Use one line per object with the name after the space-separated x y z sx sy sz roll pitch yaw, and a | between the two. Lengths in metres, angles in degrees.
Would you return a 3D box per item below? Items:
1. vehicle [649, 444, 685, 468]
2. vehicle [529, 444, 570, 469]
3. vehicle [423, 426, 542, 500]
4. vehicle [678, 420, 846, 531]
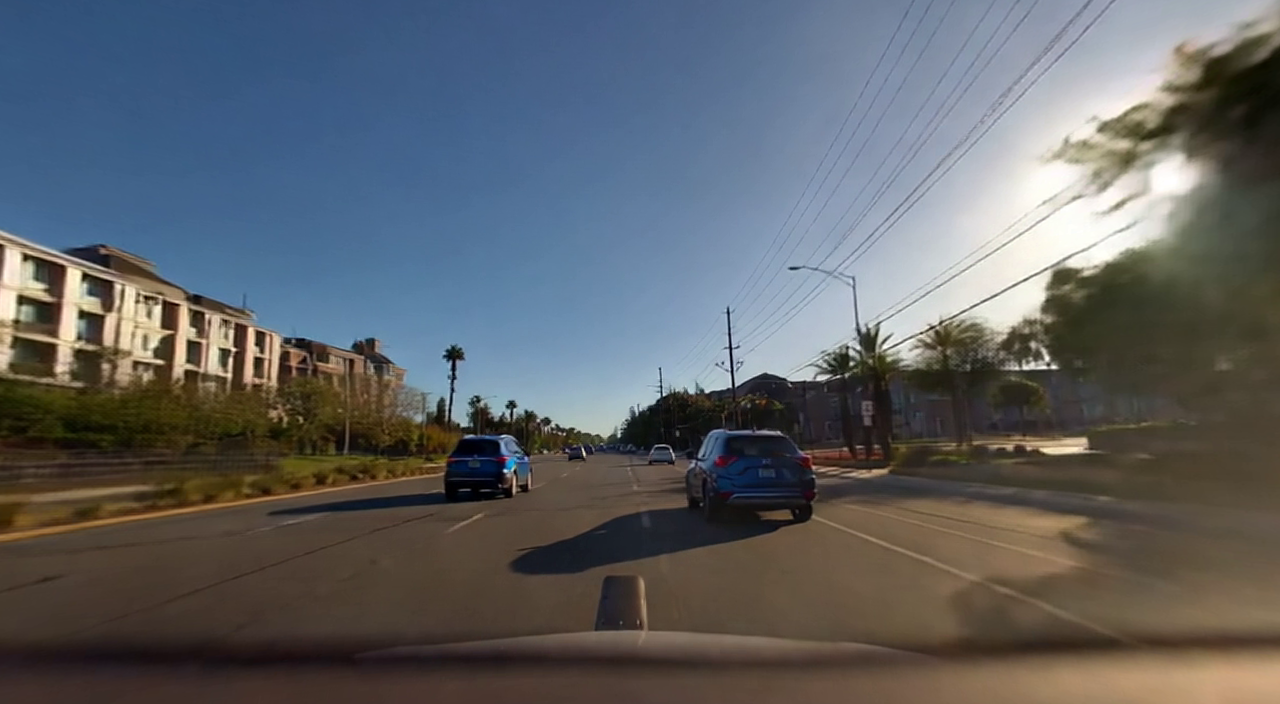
1.673 6.661 40.487 1.981 1.472 3.923 0 -9 -2 | vehicle
-5.562 6.459 39.096 2.040 1.482 4.121 0 -9 -1 | vehicle
-4.250 3.094 17.923 2.169 1.796 4.821 0 -9 0 | vehicle
2.055 2.256 12.034 2.198 1.706 4.166 0 -9 -2 | vehicle
